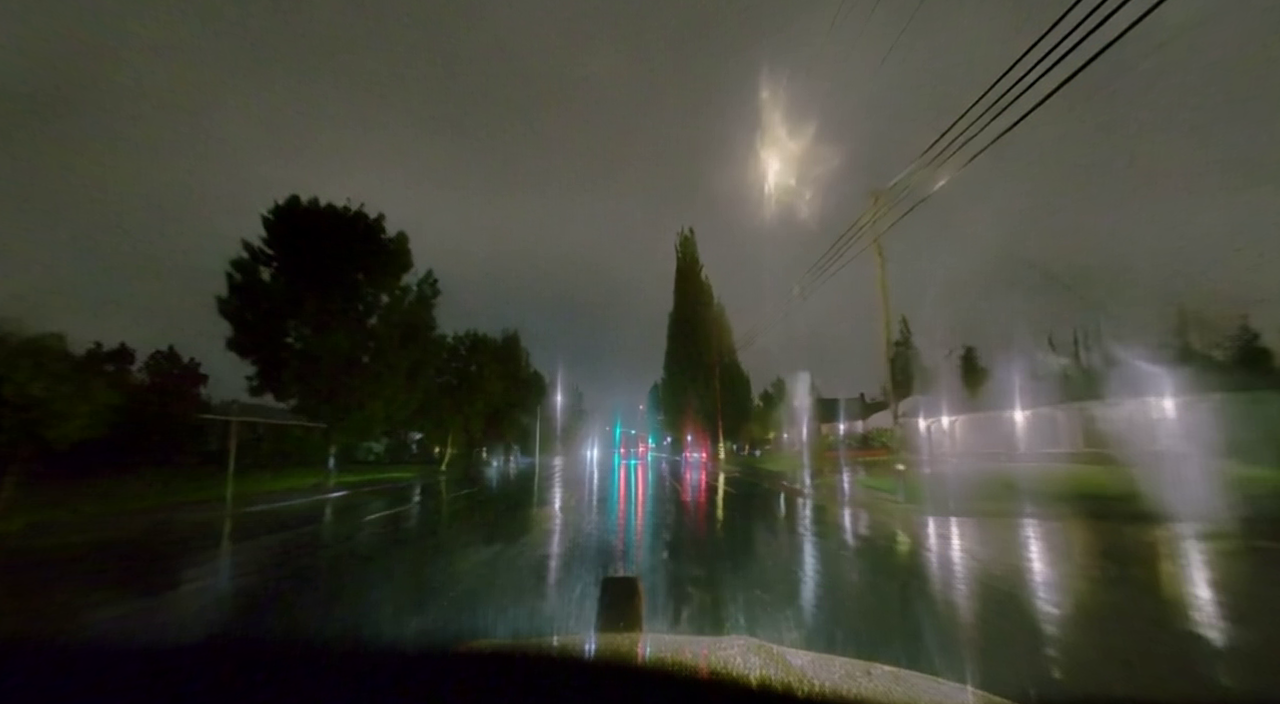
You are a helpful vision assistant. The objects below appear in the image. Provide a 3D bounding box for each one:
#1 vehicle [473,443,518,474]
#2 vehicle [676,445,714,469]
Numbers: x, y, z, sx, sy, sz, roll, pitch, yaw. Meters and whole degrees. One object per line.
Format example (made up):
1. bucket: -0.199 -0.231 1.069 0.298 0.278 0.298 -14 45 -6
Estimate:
1. vehicle: -11.124 8.169 48.905 2.111 2.050 5.328 -6 -8 0
2. vehicle: 3.761 7.313 44.130 2.167 1.535 4.464 0 -8 -1
